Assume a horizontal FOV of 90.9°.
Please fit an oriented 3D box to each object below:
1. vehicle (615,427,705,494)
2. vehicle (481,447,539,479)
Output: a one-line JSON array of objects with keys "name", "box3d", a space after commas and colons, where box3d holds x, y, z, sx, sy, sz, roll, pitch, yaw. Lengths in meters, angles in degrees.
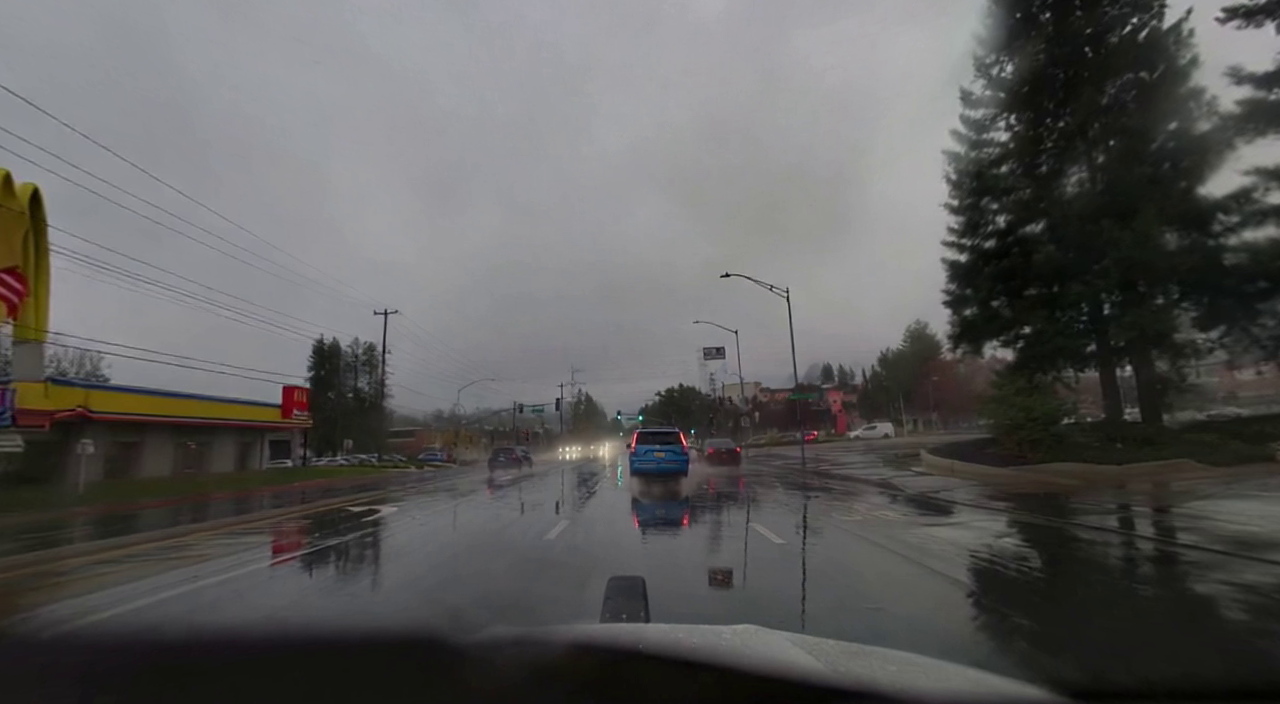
[{"name": "vehicle", "box3d": [0.572, 3.443, 20.391, 2.513, 1.854, 5.235, 0, -8, 0]}, {"name": "vehicle", "box3d": [-6.663, 5.711, 32.760, 1.966, 1.461, 4.422, 0, -8, 1]}]
